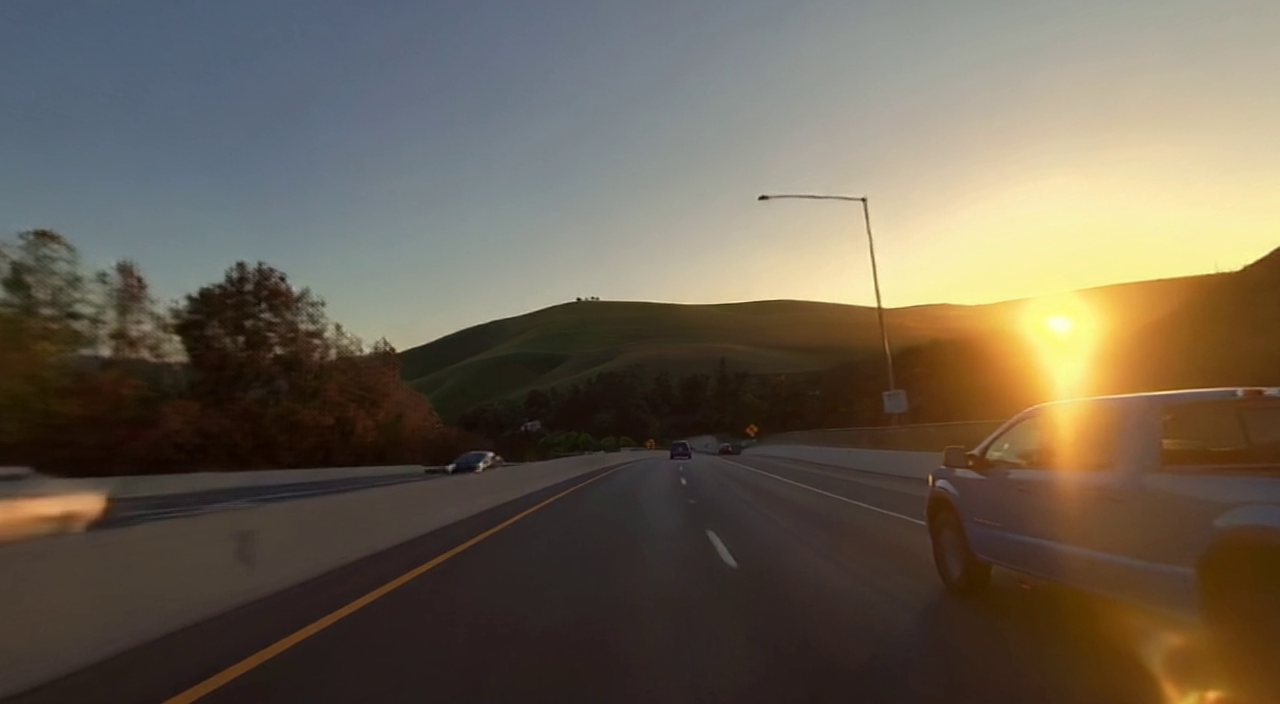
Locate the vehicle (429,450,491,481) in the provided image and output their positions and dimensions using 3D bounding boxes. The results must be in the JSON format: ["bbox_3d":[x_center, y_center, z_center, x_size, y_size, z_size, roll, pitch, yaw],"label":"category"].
[{"bbox_3d":[-9.919,6.288,35.227,1.934,1.602,4.199,-1,-9,4],"label":"vehicle"}]

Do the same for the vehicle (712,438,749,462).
[{"bbox_3d":[6.477,7.096,45.704,2.249,1.635,4.118,-1,-9,3],"label":"vehicle"}]

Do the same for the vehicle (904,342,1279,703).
[{"bbox_3d":[3.746,1.021,3.884,2.151,1.744,4.709,0,-9,0],"label":"vehicle"}]
